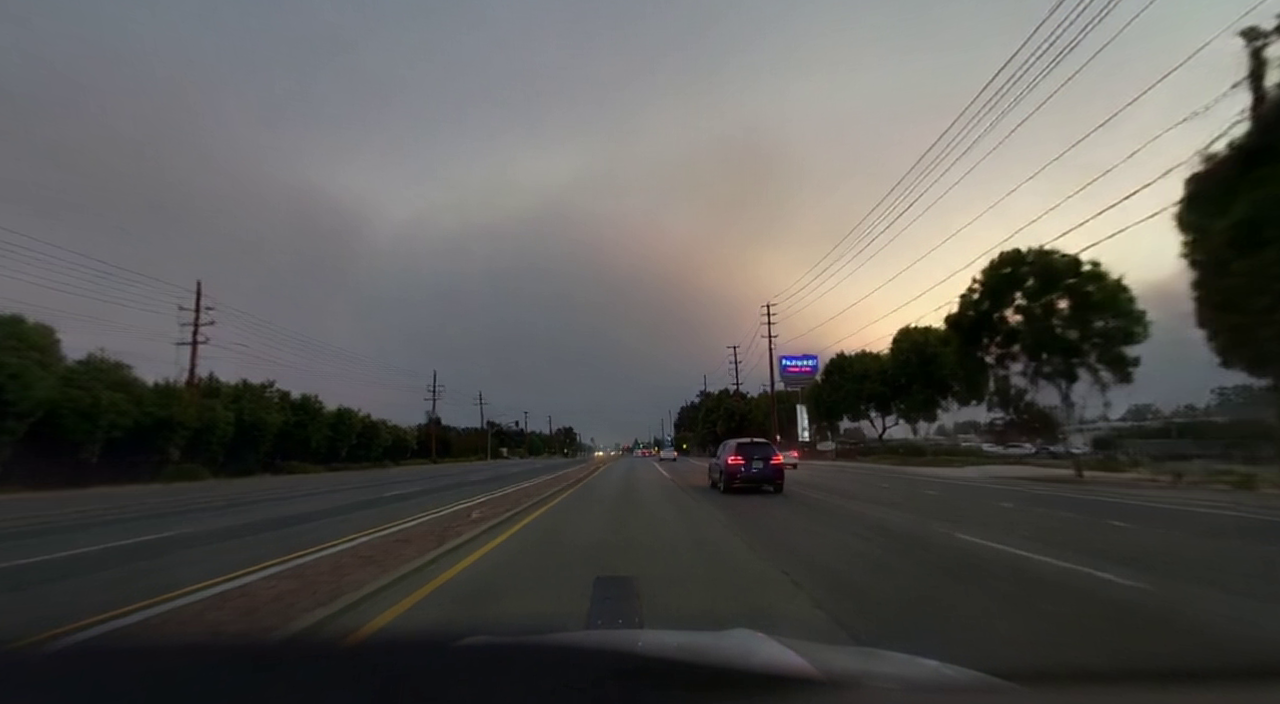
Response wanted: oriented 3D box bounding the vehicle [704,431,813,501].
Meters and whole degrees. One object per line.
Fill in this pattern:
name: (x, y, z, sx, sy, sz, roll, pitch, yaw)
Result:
vehicle: (3.077, 3.051, 17.317, 2.078, 1.668, 4.078, 0, -8, -2)
